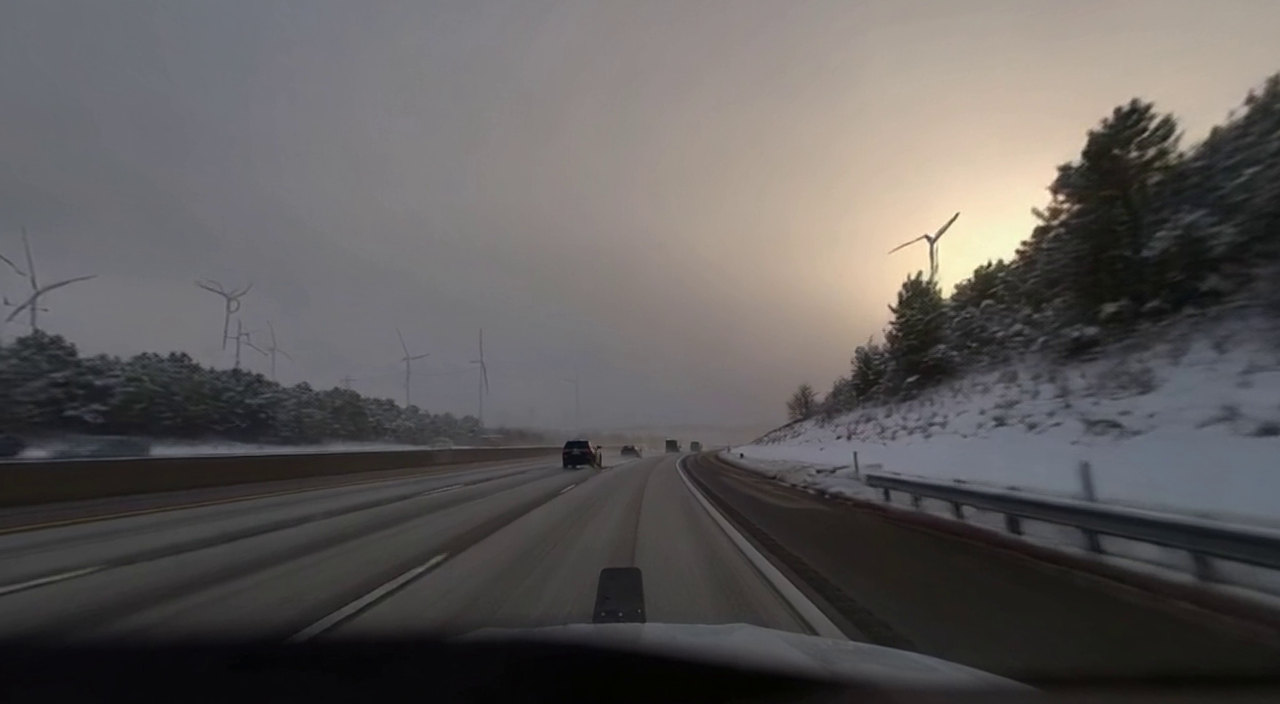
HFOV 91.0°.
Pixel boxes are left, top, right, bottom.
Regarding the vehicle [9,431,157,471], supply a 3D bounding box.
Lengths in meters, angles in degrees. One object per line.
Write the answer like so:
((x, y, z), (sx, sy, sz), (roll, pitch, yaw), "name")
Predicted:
((-24.598, 4.407, 28.134), (1.993, 1.592, 4.908), (0, -9, 2), "vehicle")

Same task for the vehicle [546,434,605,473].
((-2.948, 4.830, 29.998), (2.118, 1.702, 4.355), (0, -9, 3), "vehicle")
